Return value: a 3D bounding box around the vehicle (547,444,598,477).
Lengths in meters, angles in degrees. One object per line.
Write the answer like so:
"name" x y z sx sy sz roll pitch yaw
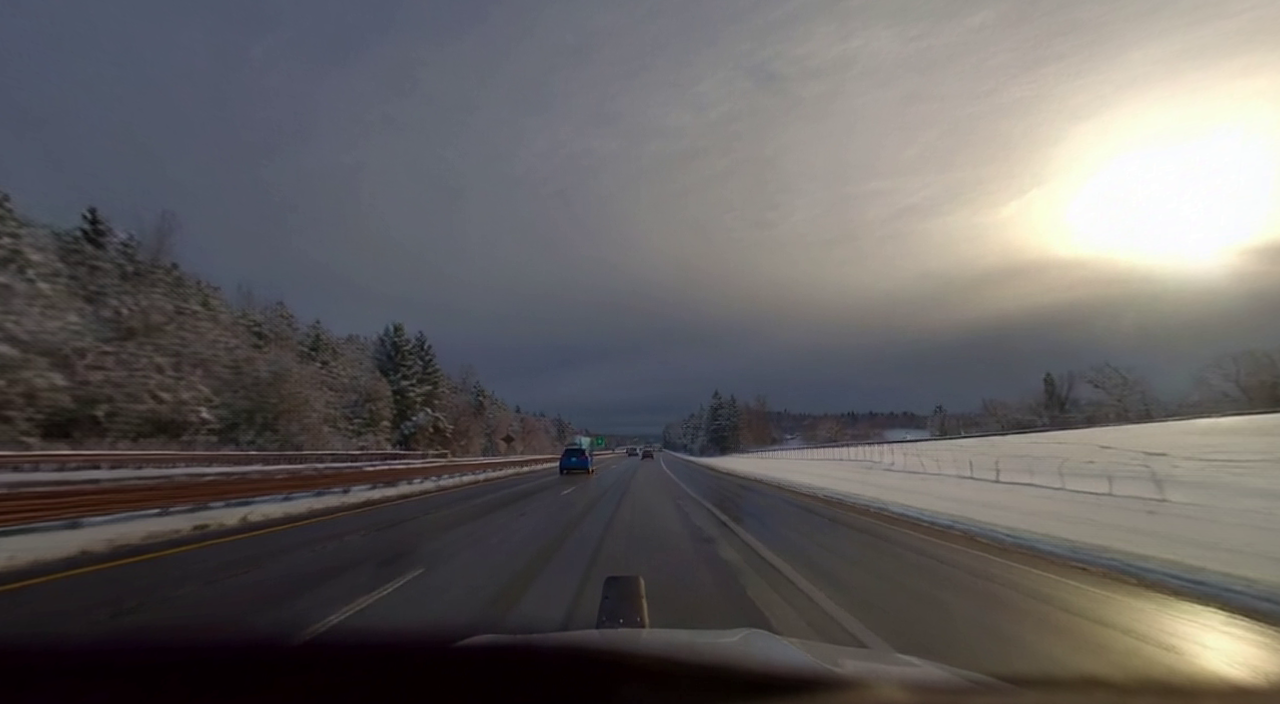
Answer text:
"vehicle" -3.441 5.619 33.033 2.088 1.586 4.000 0 -8 2
